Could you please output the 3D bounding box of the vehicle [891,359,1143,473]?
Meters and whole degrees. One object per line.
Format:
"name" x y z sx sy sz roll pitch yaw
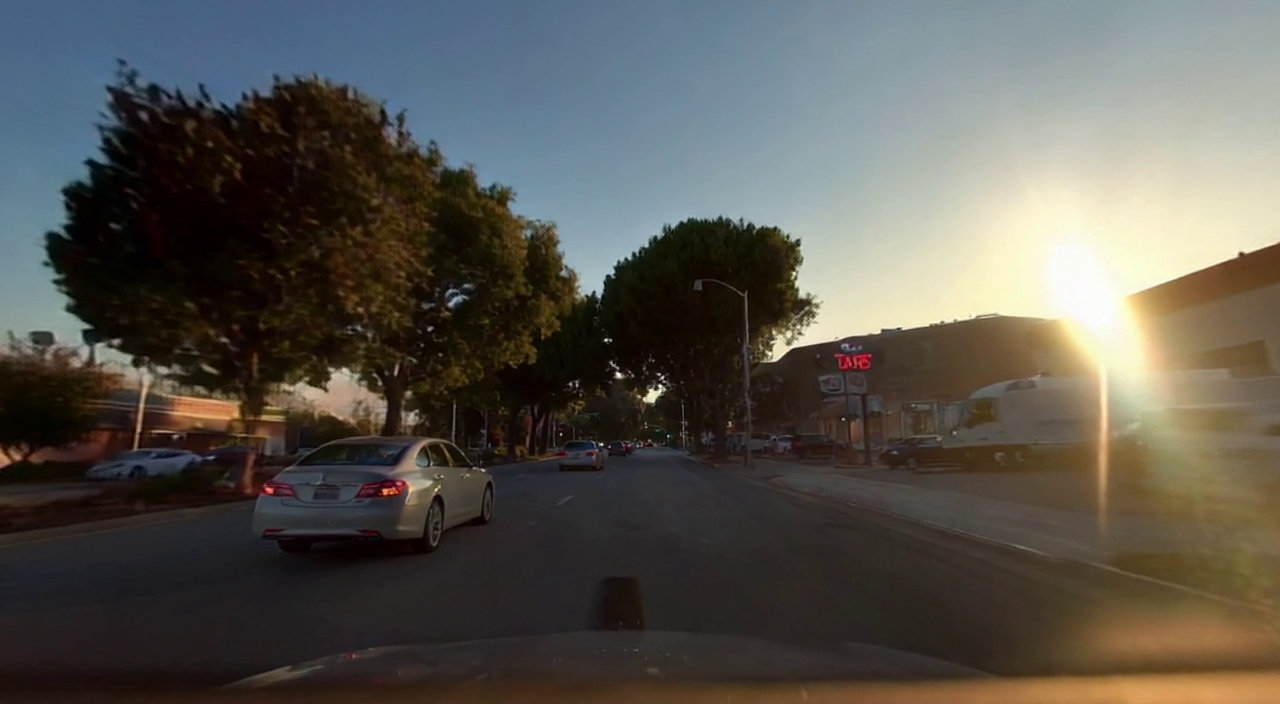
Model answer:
"vehicle" 15.199 2.688 26.041 8.300 4.310 2.832 -1 -9 1

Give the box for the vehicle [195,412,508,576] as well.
"vehicle" -3.437 1.805 8.803 2.126 1.655 4.560 0 -9 1

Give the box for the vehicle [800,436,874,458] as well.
"vehicle" 14.298 6.890 45.941 4.697 1.518 1.990 0 -8 -2

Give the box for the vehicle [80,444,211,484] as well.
"vehicle" -25.575 5.787 33.058 2.258 1.896 5.595 0 -9 1

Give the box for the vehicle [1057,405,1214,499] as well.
"vehicle" 11.895 2.350 15.004 5.297 1.843 2.097 8 -12 -44

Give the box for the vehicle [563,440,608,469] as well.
"vehicle" -2.966 5.678 35.042 1.955 1.461 4.396 0 -9 2
